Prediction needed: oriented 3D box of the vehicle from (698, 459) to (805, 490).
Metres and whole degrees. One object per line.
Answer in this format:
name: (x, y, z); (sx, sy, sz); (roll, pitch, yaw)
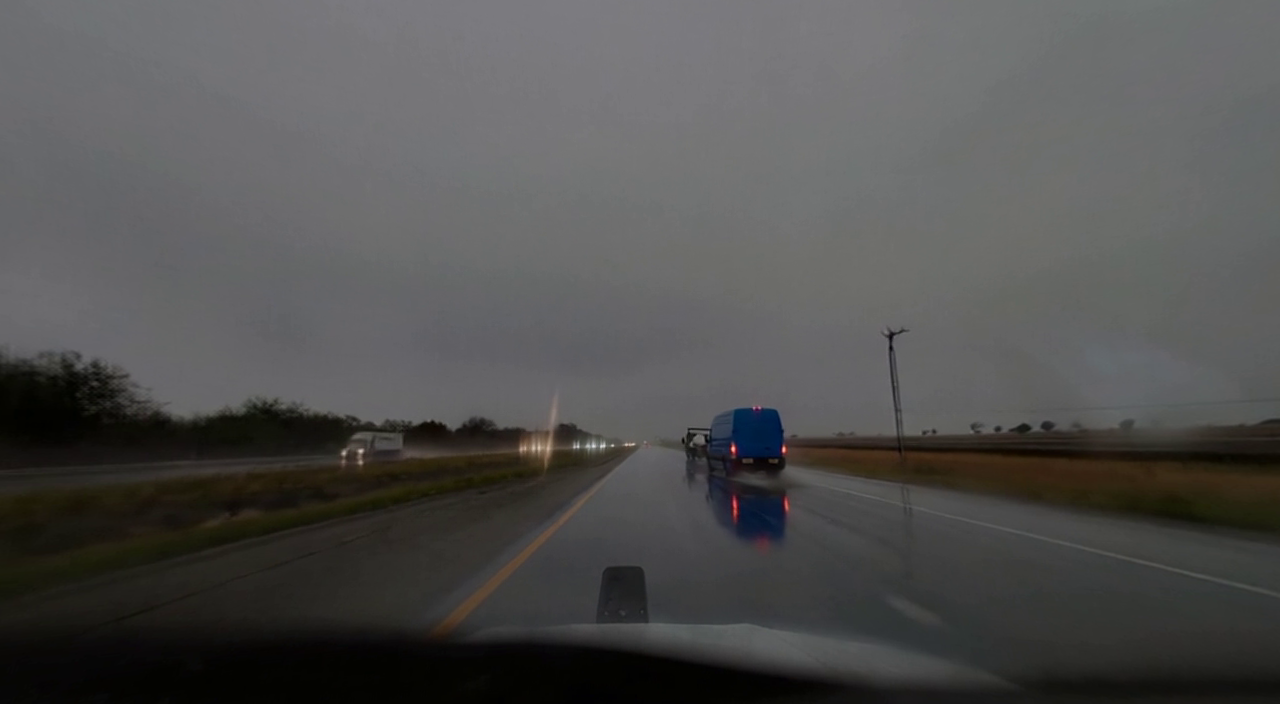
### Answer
vehicle: (3.901, 4.502, 23.597); (2.702, 0.824, 6.391); (0, -8, -1)

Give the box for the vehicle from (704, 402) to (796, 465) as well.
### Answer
vehicle: (3.909, 3.108, 23.622); (2.444, 2.053, 5.616); (0, -9, 0)
